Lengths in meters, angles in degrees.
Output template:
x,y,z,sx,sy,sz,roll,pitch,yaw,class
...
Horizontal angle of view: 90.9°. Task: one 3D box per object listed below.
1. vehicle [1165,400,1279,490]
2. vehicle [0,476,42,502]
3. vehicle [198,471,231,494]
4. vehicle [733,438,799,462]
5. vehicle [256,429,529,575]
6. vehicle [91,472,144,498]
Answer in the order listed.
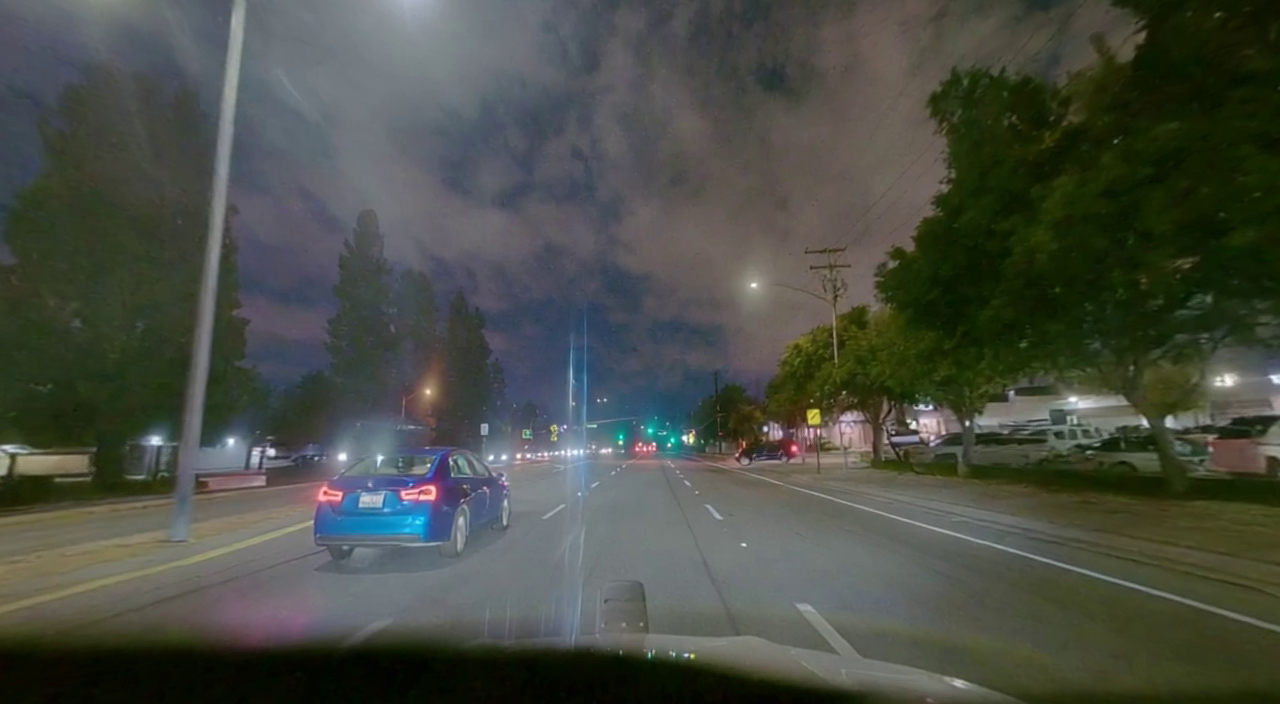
x,y,z,sx,sy,sz,roll,pitch,yaw,class
14.058,1.894,12.937,4.571,1.691,2.156,0,-8,-1,vehicle
-39.377,8.589,39.408,1.868,1.424,4.662,3,-12,-32,vehicle
-31.306,9.592,46.418,1.784,1.408,3.985,5,-10,-31,vehicle
9.141,7.108,45.712,4.511,1.720,2.131,-2,-9,11,vehicle
-2.950,1.884,8.764,1.924,1.480,4.421,0,-9,1,vehicle
-34.844,8.855,42.110,1.922,1.430,3.479,4,-9,-28,vehicle
